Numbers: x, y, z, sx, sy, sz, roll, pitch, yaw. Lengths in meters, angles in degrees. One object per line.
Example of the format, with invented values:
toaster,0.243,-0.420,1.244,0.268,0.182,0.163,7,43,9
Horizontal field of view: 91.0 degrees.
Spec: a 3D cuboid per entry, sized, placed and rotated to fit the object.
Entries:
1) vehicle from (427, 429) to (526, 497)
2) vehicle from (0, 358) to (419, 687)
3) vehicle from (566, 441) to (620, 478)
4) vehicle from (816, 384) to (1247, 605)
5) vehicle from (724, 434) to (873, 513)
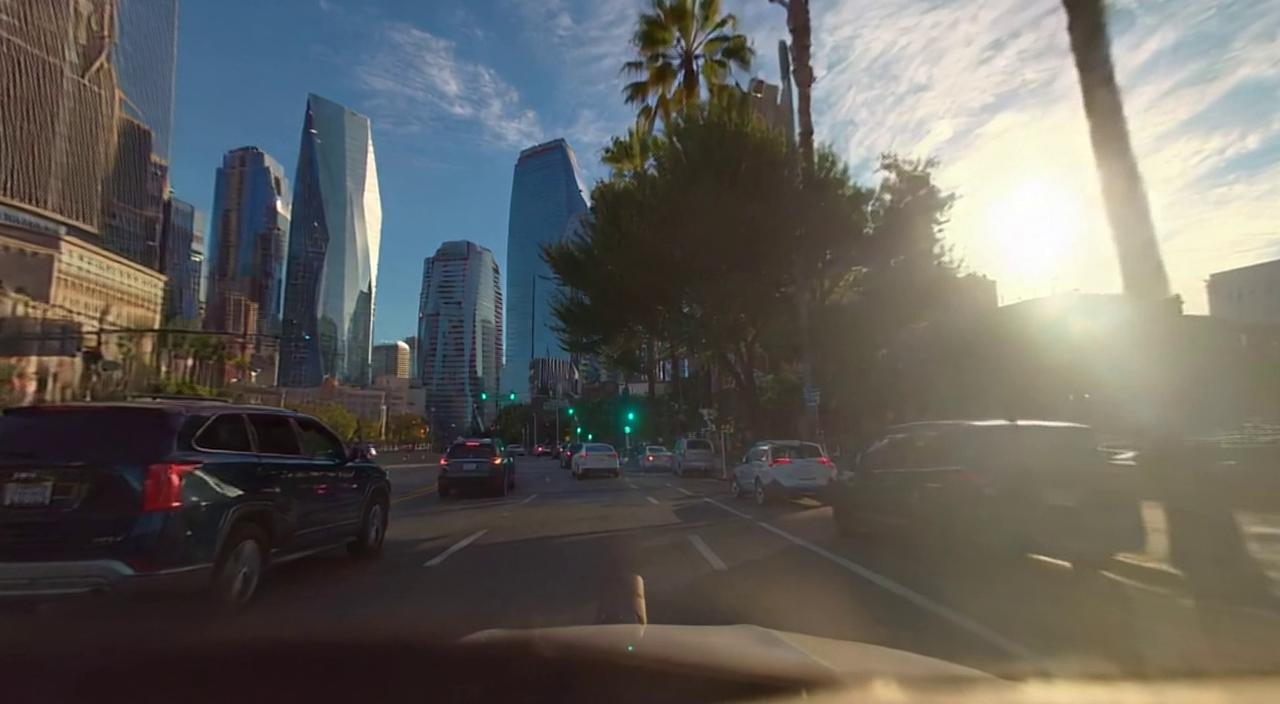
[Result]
vehicle,-4.641,3.206,18.579,2.014,1.740,4.392,1,-9,-4
vehicle,-3.637,1.236,5.624,1.800,1.797,4.224,0,-9,-1
vehicle,-2.066,4.546,26.814,2.036,1.461,3.890,1,-9,-7
vehicle,3.914,1.520,7.588,1.963,1.802,4.648,1,-9,-4
vehicle,3.441,2.739,14.770,1.808,1.526,4.894,1,-9,-6
